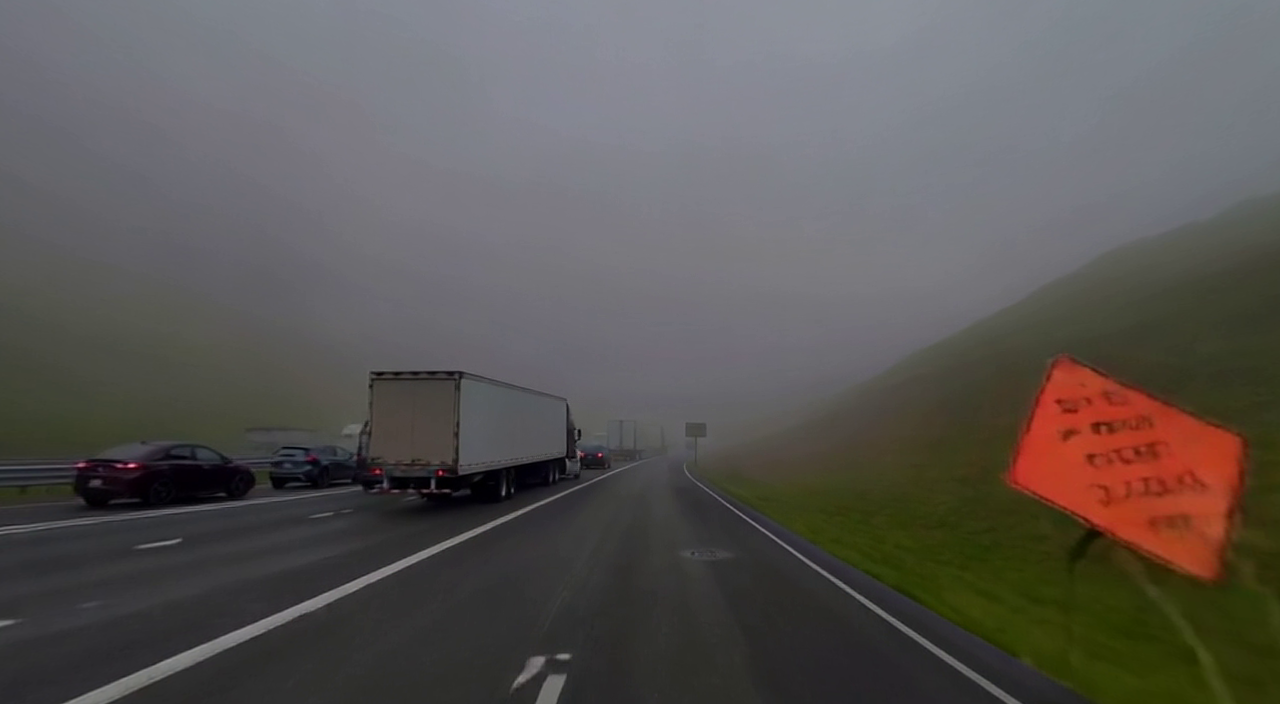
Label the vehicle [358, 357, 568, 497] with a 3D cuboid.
[{"bbox_3d":[-6.023,3.292,25.656,2.848,4.067,14.314,-1,-9,7],"label":"vehicle"}]

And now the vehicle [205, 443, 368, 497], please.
[{"bbox_3d":[-11.053,3.712,20.248,1.925,1.493,4.864,-1,-9,8],"label":"vehicle"}]

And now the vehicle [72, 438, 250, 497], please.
[{"bbox_3d":[-15.034,3.637,20.139,1.943,1.662,4.283,-1,-9,8],"label":"vehicle"}]
